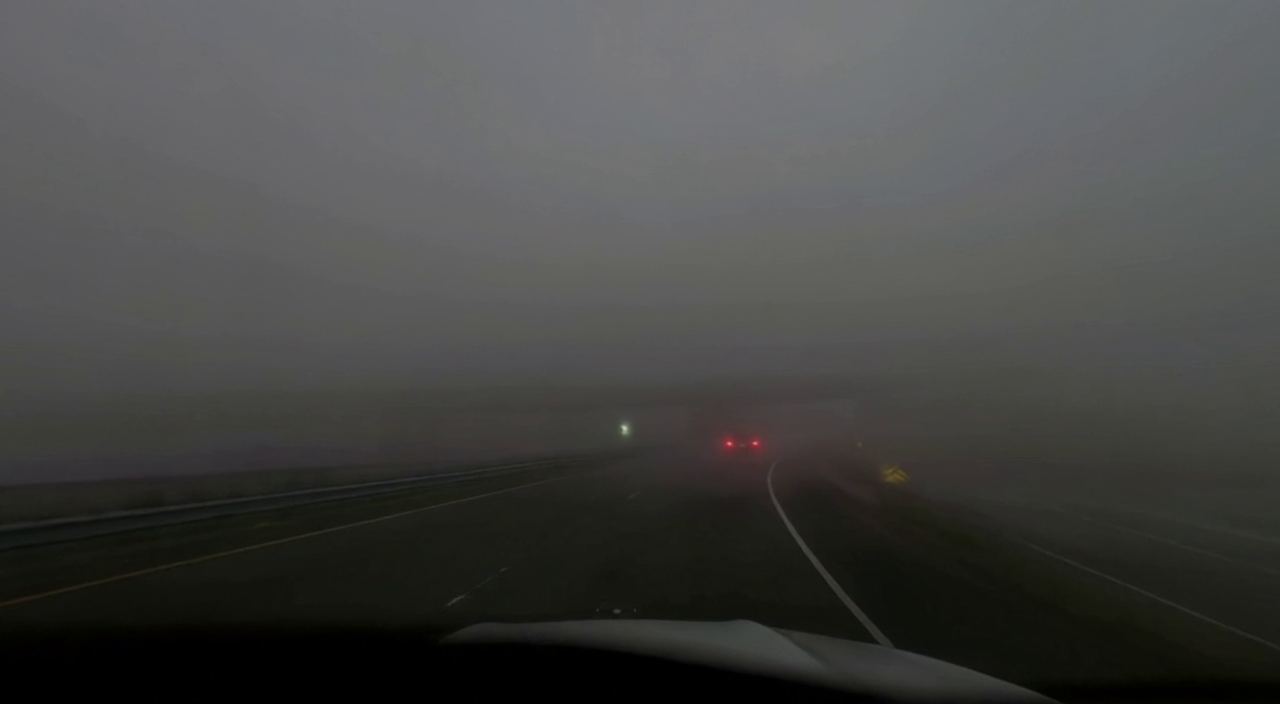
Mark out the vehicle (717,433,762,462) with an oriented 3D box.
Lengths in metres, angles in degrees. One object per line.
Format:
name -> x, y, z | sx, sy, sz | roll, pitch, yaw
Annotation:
vehicle -> 5.332, 5.045, 33.309 | 2.028, 1.440, 3.970 | -2, -9, 13
